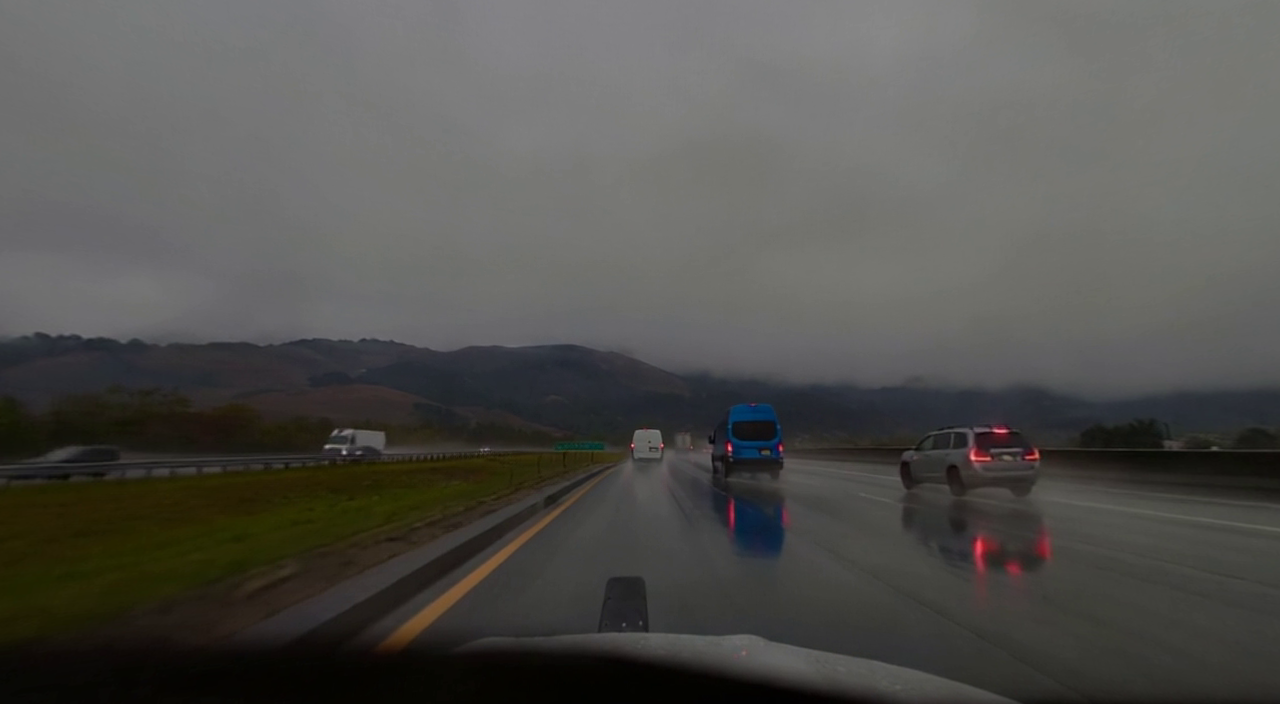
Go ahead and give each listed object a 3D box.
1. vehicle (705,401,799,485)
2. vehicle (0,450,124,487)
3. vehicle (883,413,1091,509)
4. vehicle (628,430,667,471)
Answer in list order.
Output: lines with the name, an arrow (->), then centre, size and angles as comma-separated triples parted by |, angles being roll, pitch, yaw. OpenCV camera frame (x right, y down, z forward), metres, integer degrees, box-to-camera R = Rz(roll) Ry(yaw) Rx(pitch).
vehicle -> 3.858, 3.339, 23.163 | 2.302, 2.670, 6.176 | 0, -8, 0
vehicle -> -26.653, 5.324, 29.192 | 1.802, 1.546, 4.238 | 0, -8, 1
vehicle -> 7.957, 2.554, 15.209 | 2.240, 1.925, 4.854 | 0, -8, 0
vehicle -> 0.419, 5.605, 36.037 | 2.131, 2.122, 4.473 | 0, -8, 1
